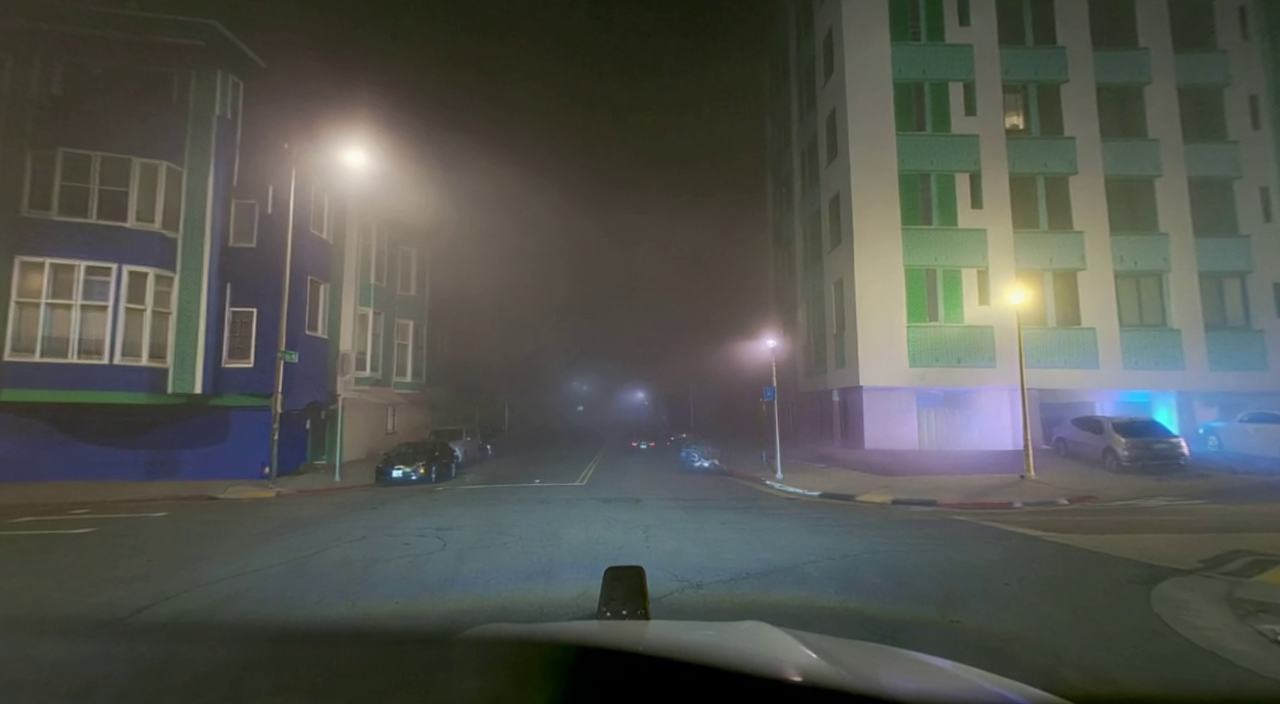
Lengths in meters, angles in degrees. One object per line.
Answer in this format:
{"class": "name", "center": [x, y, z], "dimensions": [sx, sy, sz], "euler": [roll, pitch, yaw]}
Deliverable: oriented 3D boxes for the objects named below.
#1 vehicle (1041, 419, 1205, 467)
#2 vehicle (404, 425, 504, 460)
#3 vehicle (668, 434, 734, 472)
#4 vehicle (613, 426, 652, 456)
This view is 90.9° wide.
{"class": "vehicle", "center": [15.322, 2.912, 20.140], "dimensions": [3.752, 1.453, 1.709], "euler": [0, -9, 2]}
{"class": "vehicle", "center": [-11.435, 5.588, 38.872], "dimensions": [5.540, 1.950, 2.113], "euler": [4, -12, -28]}
{"class": "vehicle", "center": [2.499, 4.300, 27.046], "dimensions": [2.290, 1.456, 4.503], "euler": [0, -8, -1]}
{"class": "vehicle", "center": [-0.467, 5.807, 40.909], "dimensions": [2.412, 1.834, 4.636], "euler": [0, -8, 0]}
